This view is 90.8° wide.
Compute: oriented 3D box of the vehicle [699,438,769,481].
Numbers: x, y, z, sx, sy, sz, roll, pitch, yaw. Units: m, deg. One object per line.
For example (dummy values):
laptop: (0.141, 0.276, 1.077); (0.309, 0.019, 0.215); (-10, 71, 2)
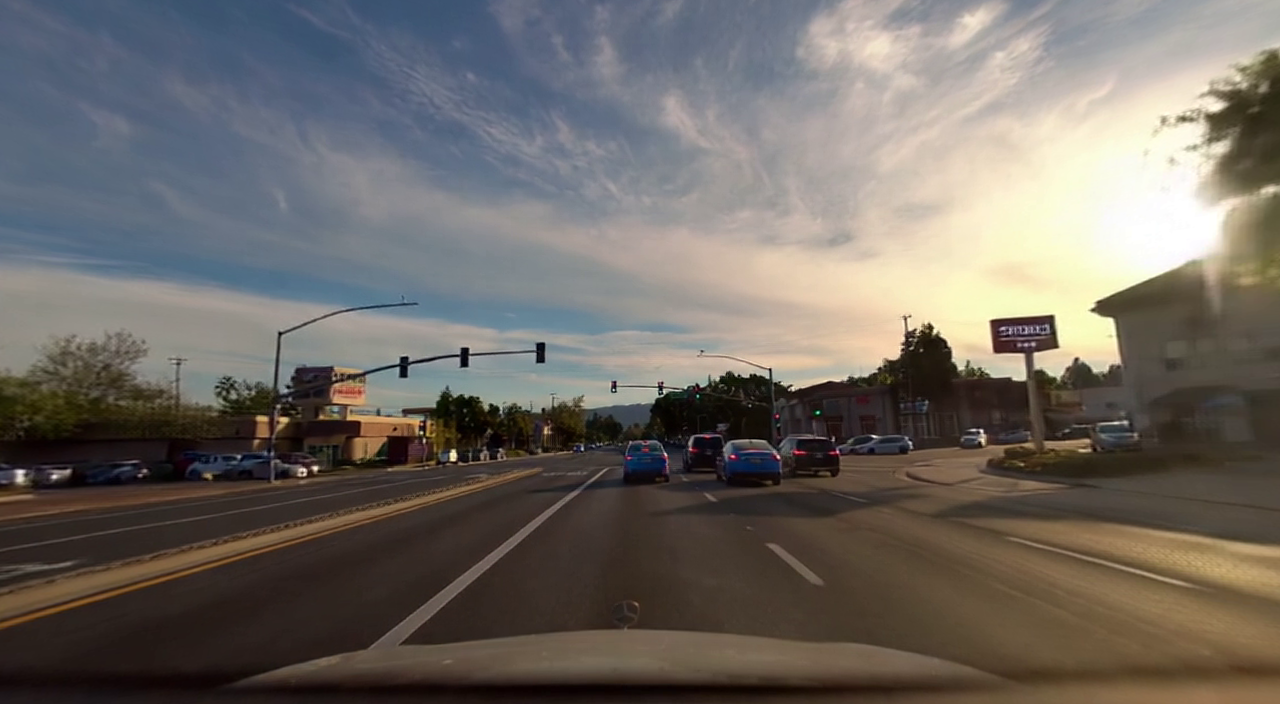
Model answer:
vehicle: (3.538, 4.146, 24.577); (1.889, 1.473, 4.643); (0, -9, -1)

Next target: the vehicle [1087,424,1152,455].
vehicle: (25.926, 4.814, 34.346); (2.222, 1.538, 4.817); (-5, -10, 31)

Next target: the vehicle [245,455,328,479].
vehicle: (-26.223, 8.533, 47.011); (4.780, 1.669, 2.232); (0, -9, -2)

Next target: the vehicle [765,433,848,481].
vehicle: (6.447, 4.123, 24.971); (2.009, 1.700, 4.275); (0, -9, -1)

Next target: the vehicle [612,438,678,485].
vehicle: (0.124, 3.835, 22.334); (2.135, 1.468, 4.076); (0, -9, -1)
